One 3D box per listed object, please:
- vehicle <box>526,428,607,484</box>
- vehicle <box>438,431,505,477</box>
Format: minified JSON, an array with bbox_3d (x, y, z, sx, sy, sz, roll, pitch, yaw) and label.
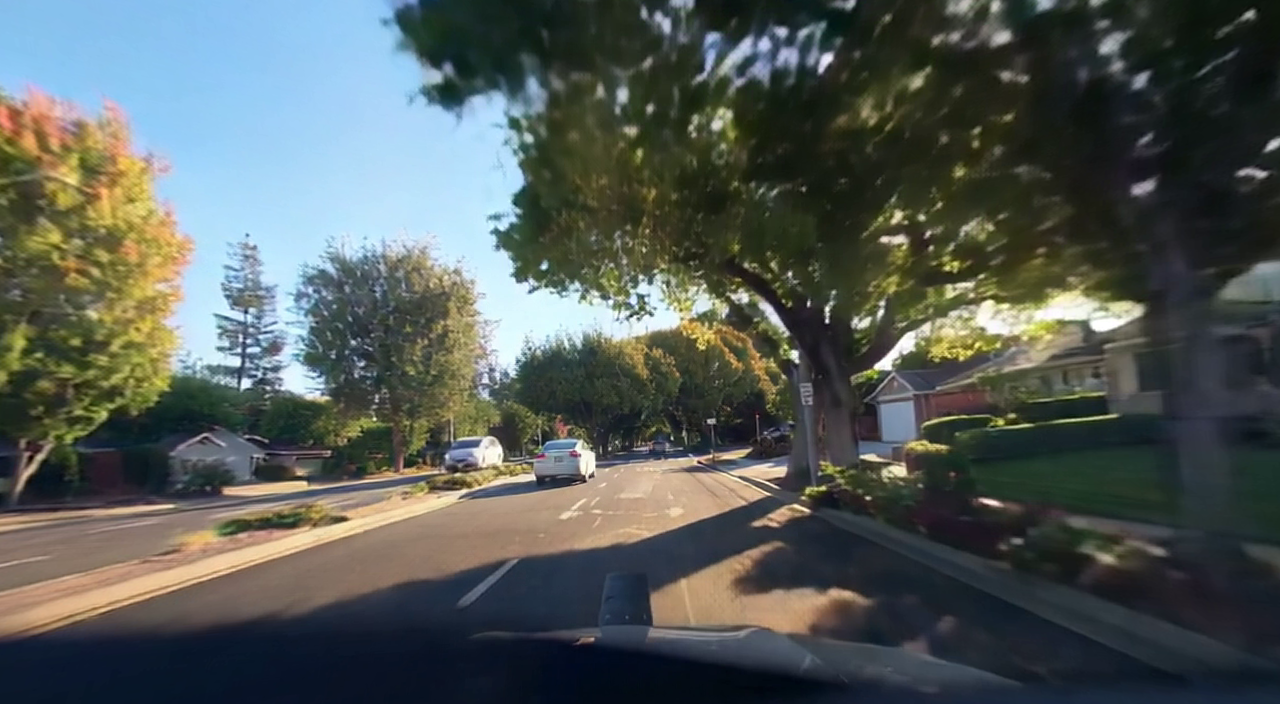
[{"bbox_3d":[-2.479,3.681,22.498,2.190,1.766,4.394,0,-8,2],"label":"vehicle"},{"bbox_3d":[-8.542,5.220,32.405,2.159,1.983,4.530,-5,-8,0],"label":"vehicle"}]
